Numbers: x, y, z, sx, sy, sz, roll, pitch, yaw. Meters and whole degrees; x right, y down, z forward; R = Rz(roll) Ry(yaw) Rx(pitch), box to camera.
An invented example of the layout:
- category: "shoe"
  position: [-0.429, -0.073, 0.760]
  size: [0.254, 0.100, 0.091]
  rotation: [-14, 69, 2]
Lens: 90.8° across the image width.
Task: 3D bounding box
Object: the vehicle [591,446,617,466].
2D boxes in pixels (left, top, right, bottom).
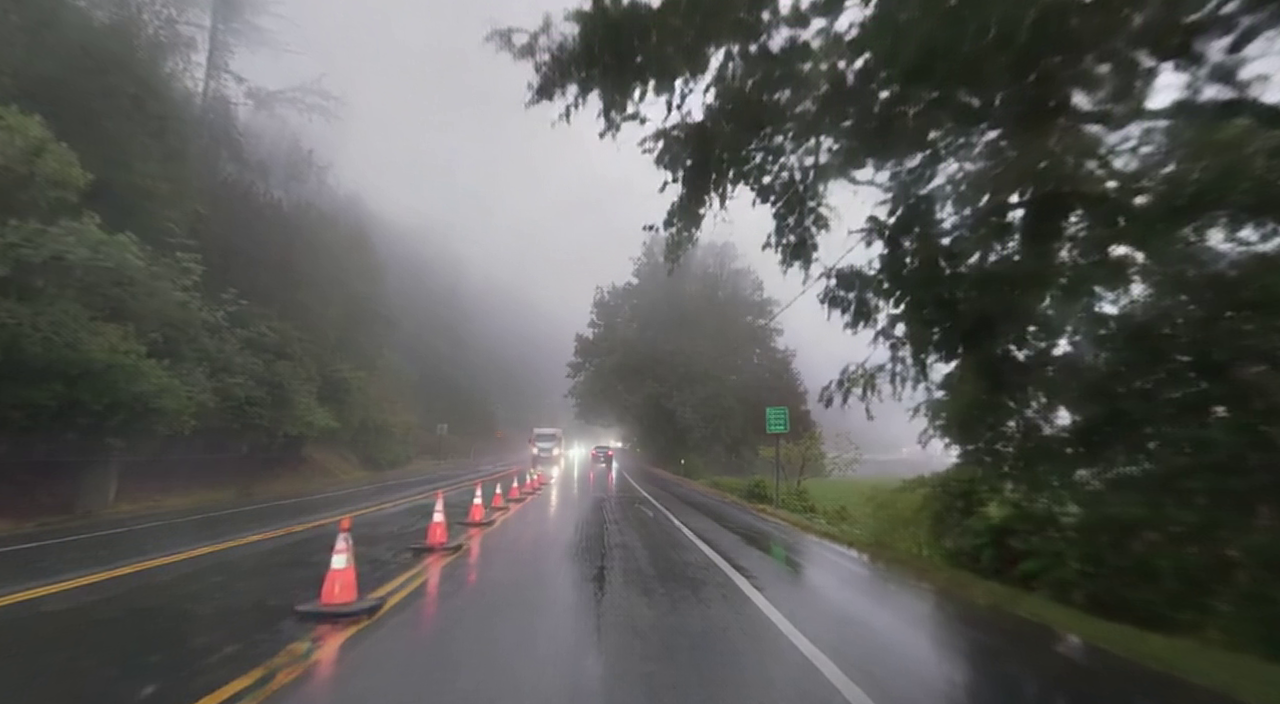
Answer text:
- category: "vehicle"
  position: [-2.864, 8.173, 49.982]
  size: [2.013, 1.481, 4.356]
  rotation: [0, -8, -3]

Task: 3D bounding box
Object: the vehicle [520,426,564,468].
- category: "vehicle"
  position: [-6.241, 6.111, 40.778]
  size: [2.380, 2.488, 4.028]
  rotation: [2, -8, -4]
